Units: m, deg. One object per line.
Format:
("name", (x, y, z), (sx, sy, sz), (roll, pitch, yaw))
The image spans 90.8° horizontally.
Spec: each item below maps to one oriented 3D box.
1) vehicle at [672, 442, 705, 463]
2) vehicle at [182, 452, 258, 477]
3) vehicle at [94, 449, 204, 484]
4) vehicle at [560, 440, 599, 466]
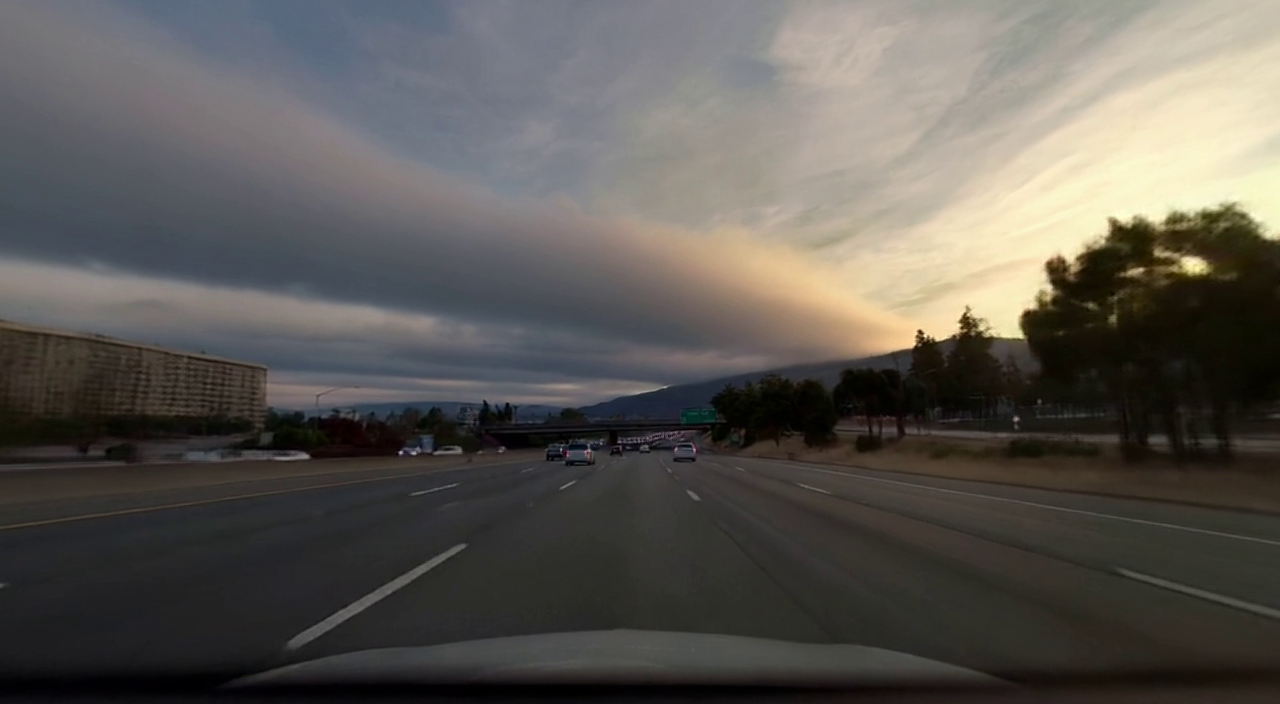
("vehicle", (3.478, 7.293, 45.870), (1.967, 1.475, 4.080), (0, -8, -1))
("vehicle", (-27.236, 7.302, 41.164), (1.804, 1.461, 4.501), (0, -9, 0))
("vehicle", (-23.818, 5.520, 30.876), (1.860, 1.566, 4.315), (0, -9, 0))
("vehicle", (-4.184, 7.075, 44.386), (2.179, 1.693, 4.204), (0, -8, 1))
